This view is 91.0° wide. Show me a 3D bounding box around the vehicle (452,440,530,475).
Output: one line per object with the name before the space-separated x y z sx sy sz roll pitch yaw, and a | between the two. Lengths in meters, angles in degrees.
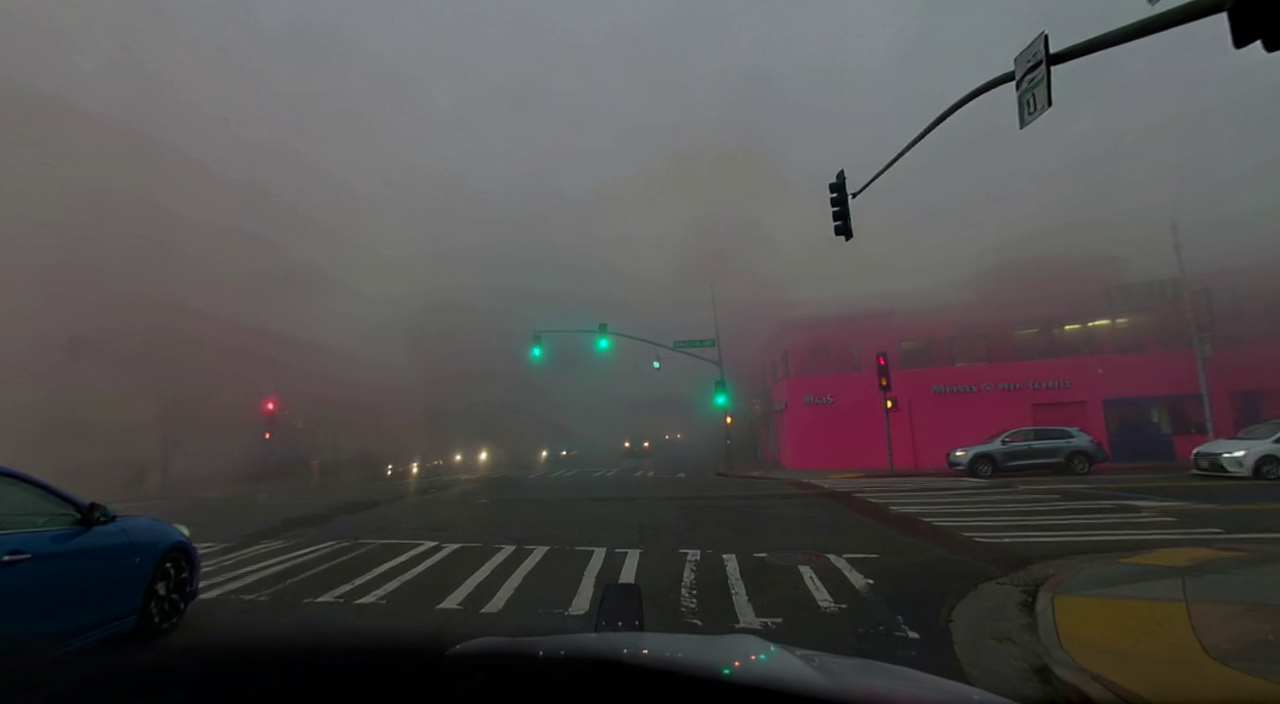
vehicle | -8.390 5.979 36.048 2.152 1.825 5.406 -2 -9 12

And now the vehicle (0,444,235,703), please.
vehicle | -3.689 0.980 2.153 1.759 1.325 4.295 0 -9 0

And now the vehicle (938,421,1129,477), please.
vehicle | 11.570 2.890 18.801 4.355 1.546 1.820 -1 -9 6

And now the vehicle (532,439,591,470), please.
vehicle | -4.497 5.977 36.862 1.928 1.647 4.575 -2 -9 13

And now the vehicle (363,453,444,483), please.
vehicle | -12.592 6.173 33.882 1.976 1.425 4.567 -1 -9 9
